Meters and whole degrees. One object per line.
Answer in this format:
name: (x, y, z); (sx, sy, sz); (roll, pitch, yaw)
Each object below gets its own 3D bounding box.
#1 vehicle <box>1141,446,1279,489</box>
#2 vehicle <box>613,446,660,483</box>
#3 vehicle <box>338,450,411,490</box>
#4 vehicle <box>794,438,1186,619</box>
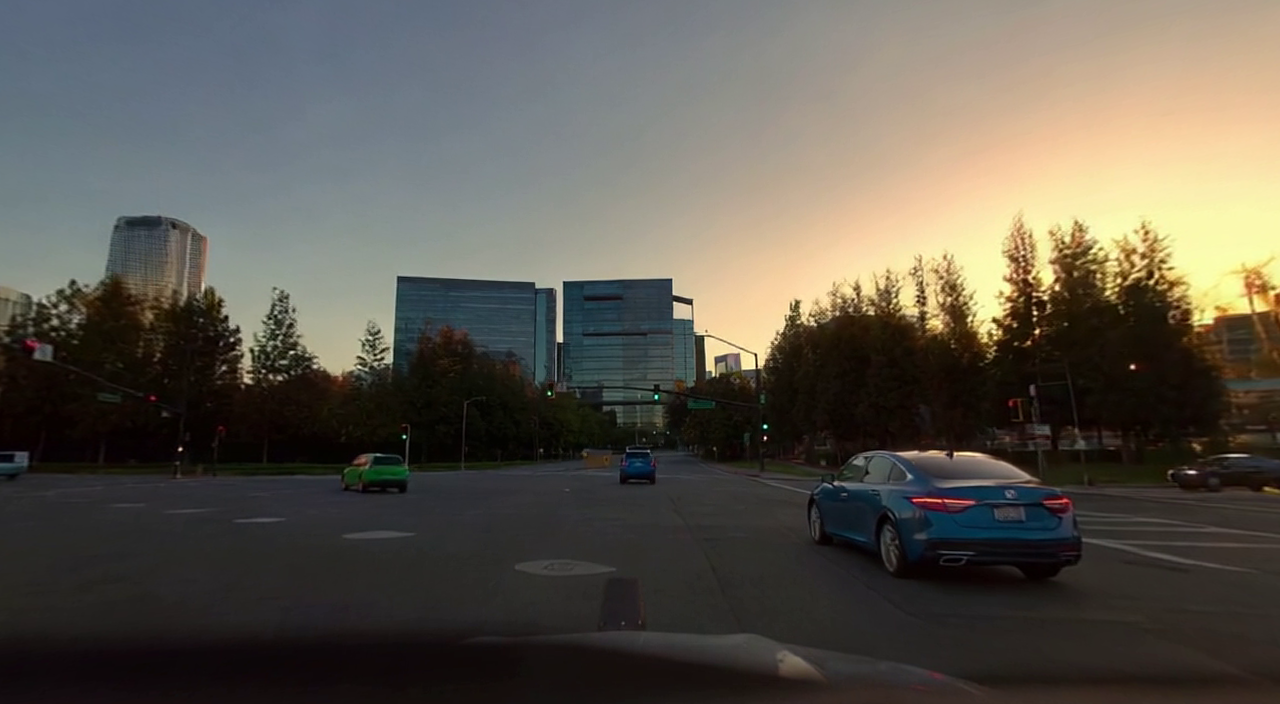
vehicle: (23.452, 4.584, 25.149); (4.705, 1.631, 2.053); (-2, -9, 16)
vehicle: (-0.166, 5.471, 30.853); (2.108, 1.654, 4.235); (0, -8, 0)
vehicle: (-12.080, 5.275, 28.438); (1.987, 1.633, 4.005); (7, -11, -37)
vehicle: (3.452, 1.798, 7.496); (2.056, 1.468, 4.520); (0, -8, 0)
